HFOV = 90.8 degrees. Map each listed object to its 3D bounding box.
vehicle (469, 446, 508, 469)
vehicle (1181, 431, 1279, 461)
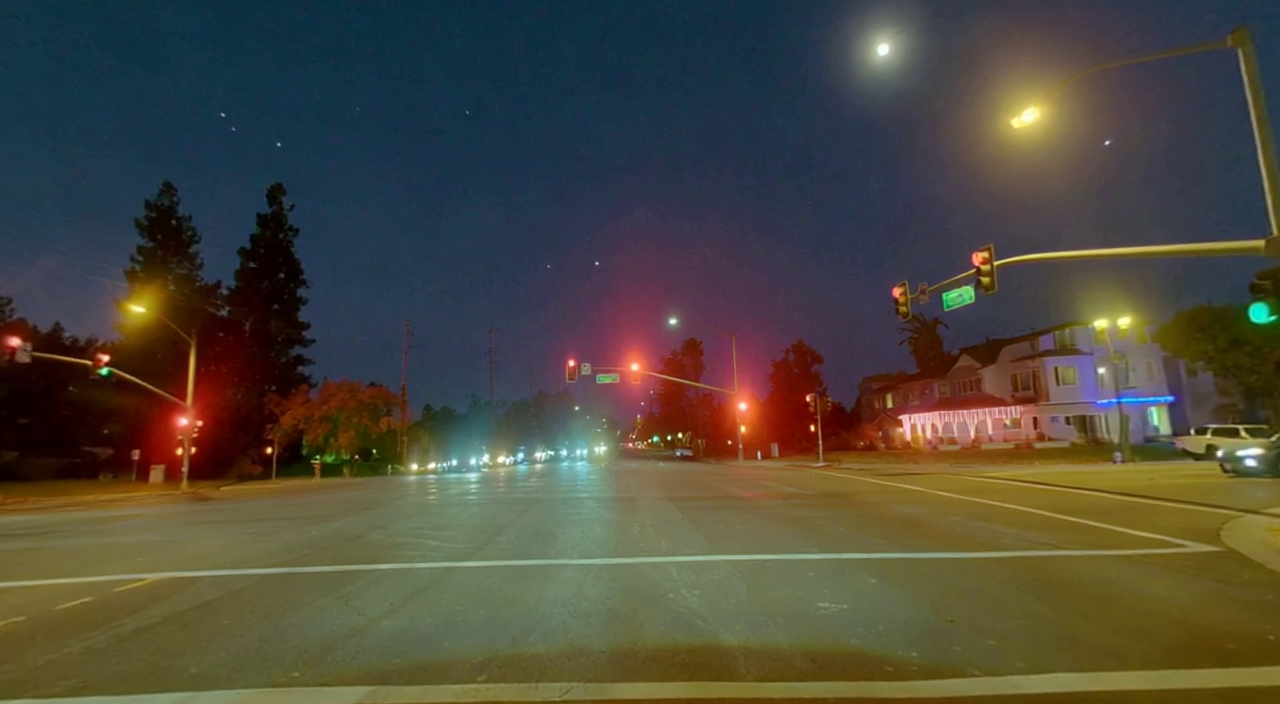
[{"bbox_3d":[-10.693,7.459,44.758,1.881,1.509,3.377,0,-9,1],"label":"vehicle"},{"bbox_3d":[31.321,4.887,33.016,4.318,1.488,1.870,0,-9,-1],"label":"vehicle"}]
